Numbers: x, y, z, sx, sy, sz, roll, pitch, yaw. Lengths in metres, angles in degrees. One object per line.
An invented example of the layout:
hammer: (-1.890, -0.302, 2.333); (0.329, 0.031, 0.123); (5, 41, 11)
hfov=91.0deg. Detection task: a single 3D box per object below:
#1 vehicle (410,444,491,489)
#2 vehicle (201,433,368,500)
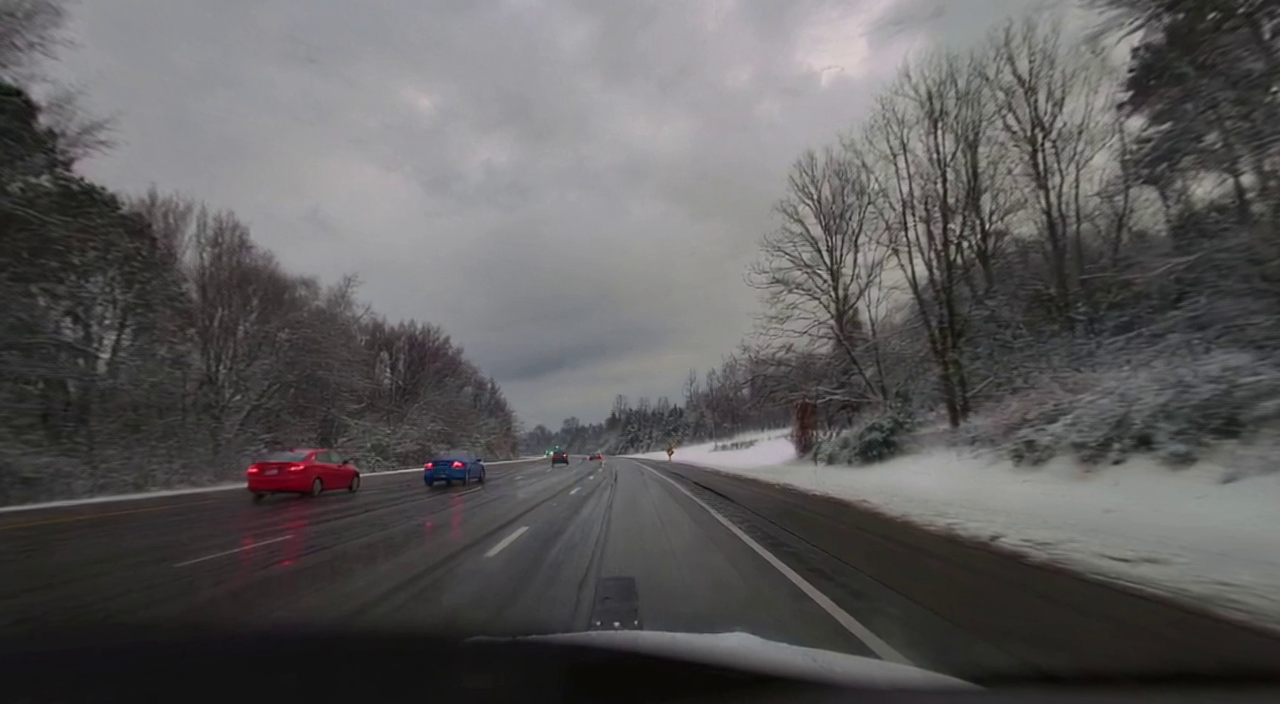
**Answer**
vehicle: (-7.624, 4.627, 25.775); (2.060, 1.680, 4.255); (0, -9, -1)
vehicle: (-11.636, 3.784, 21.285); (2.425, 1.926, 5.584); (0, -9, 0)
